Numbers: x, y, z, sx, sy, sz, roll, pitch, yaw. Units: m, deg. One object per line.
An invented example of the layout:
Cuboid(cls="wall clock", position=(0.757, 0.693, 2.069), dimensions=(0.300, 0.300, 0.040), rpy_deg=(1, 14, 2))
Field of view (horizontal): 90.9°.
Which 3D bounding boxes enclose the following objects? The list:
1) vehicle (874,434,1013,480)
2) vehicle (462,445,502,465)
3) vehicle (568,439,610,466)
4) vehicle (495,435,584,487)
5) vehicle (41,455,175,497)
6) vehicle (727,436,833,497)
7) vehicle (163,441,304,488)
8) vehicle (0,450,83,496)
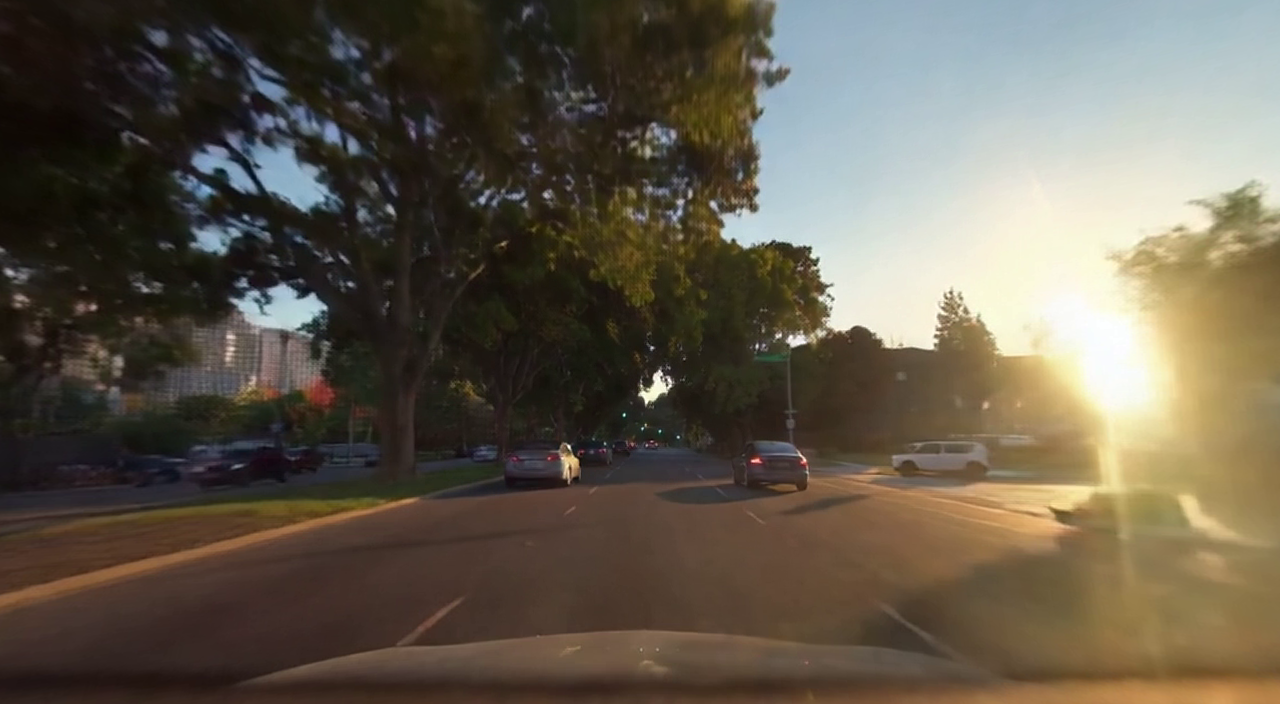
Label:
Cuboid(cls="vehicle", position=(12.354, 4.291, 26.013), dimensions=(4.717, 1.733, 1.994), rpy_deg=(-1, -8, 10))
Cuboid(cls="vehicle", position=(-12.222, 7.944, 48.896), dimensions=(1.871, 1.478, 4.489), rpy_deg=(0, -8, 1))
Cuboid(cls="vehicle", position=(-2.996, 6.015, 37.931), dimensions=(1.988, 1.497, 4.404), rpy_deg=(0, -8, 3))
Cuboid(cls="vehicle", position=(-3.122, 3.503, 20.601), dimensions=(2.053, 1.480, 4.381), rpy_deg=(0, -8, 2))
Cuboid(cls="vehicle", position=(-22.367, 5.198, 26.800), dimensions=(1.889, 1.520, 4.524), rpy_deg=(1, -8, -3))
Cuboid(cls="vehicle", position=(3.842, 3.207, 18.133), dimensions=(2.010, 1.486, 4.498), rpy_deg=(0, -8, 0))
Cuboid(cls="vehicle", position=(-18.400, 5.091, 29.051), dimensions=(2.345, 1.906, 6.020), rpy_deg=(0, -8, 1))
Cuboid(cls="vehicle", position=(-26.977, 5.160, 27.101), dimensions=(1.920, 1.770, 4.453), rpy_deg=(0, -8, 0))
